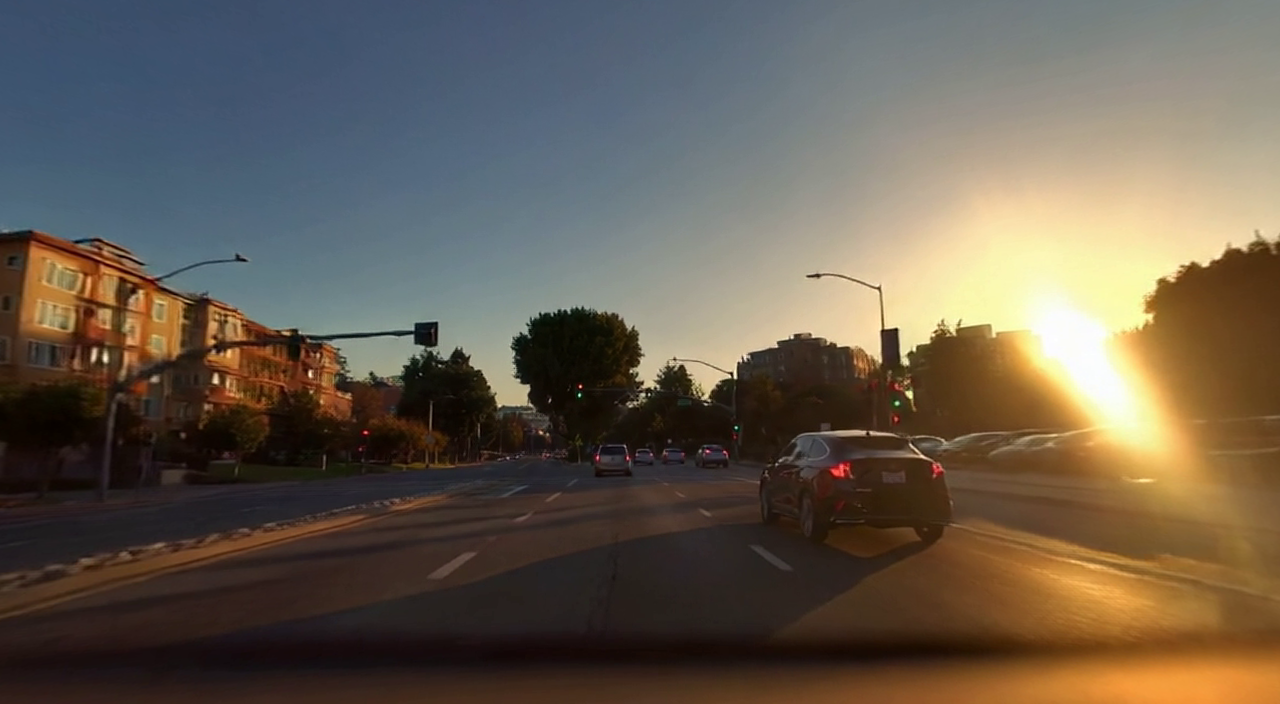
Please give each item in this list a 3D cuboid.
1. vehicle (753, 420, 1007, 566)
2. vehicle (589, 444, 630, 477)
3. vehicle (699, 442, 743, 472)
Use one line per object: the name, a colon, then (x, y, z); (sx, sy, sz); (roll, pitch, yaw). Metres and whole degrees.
vehicle: (3.215, 2.002, 9.722); (1.893, 1.664, 4.670); (0, -9, -2)
vehicle: (-1.623, 5.875, 34.357); (2.101, 1.641, 4.341); (0, -9, -2)
vehicle: (5.458, 7.189, 43.286); (2.052, 1.886, 5.297); (0, -9, -4)
